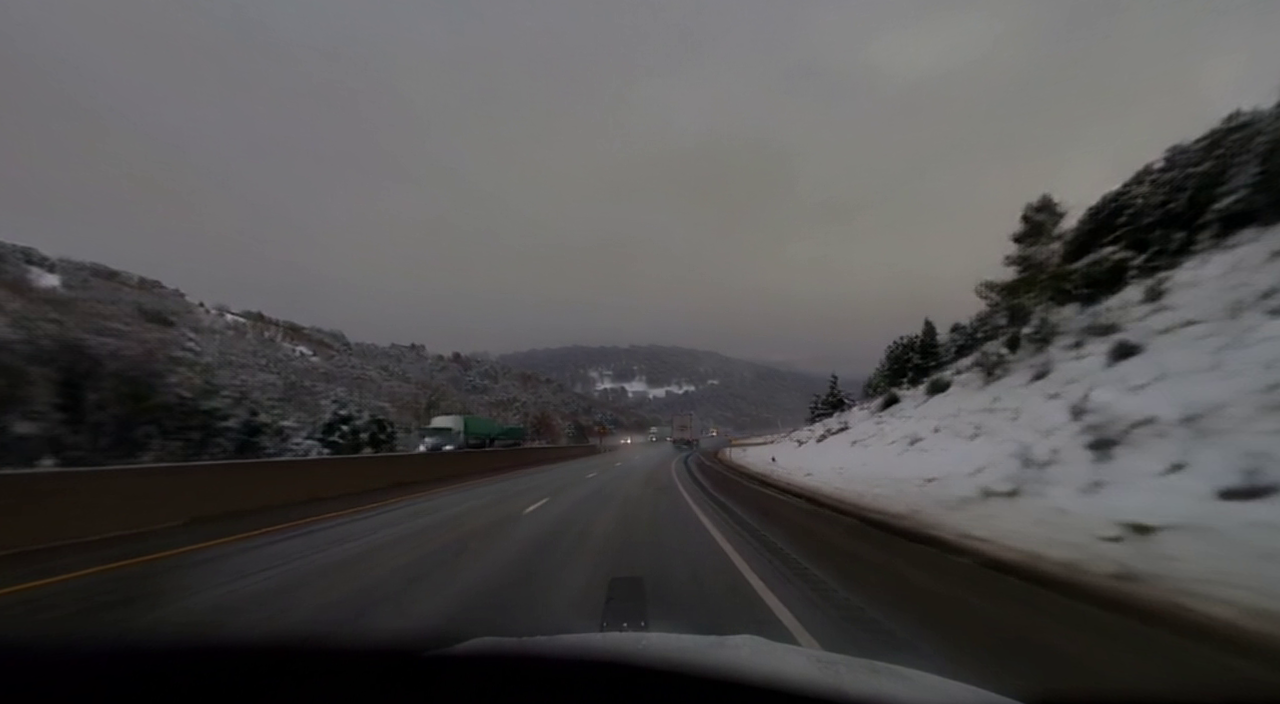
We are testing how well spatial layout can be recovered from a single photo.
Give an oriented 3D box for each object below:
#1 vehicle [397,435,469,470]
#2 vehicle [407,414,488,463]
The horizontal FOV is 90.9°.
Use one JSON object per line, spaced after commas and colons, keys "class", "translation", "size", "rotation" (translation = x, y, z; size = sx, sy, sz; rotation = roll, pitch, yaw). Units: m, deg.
{"class": "vehicle", "translation": [-10.515, 5.147, 32.366], "size": [2.032, 1.636, 4.413], "rotation": [0, -9, 3]}
{"class": "vehicle", "translation": [-13.917, 6.440, 46.522], "size": [2.932, 3.214, 9.129], "rotation": [0, -9, 1]}
